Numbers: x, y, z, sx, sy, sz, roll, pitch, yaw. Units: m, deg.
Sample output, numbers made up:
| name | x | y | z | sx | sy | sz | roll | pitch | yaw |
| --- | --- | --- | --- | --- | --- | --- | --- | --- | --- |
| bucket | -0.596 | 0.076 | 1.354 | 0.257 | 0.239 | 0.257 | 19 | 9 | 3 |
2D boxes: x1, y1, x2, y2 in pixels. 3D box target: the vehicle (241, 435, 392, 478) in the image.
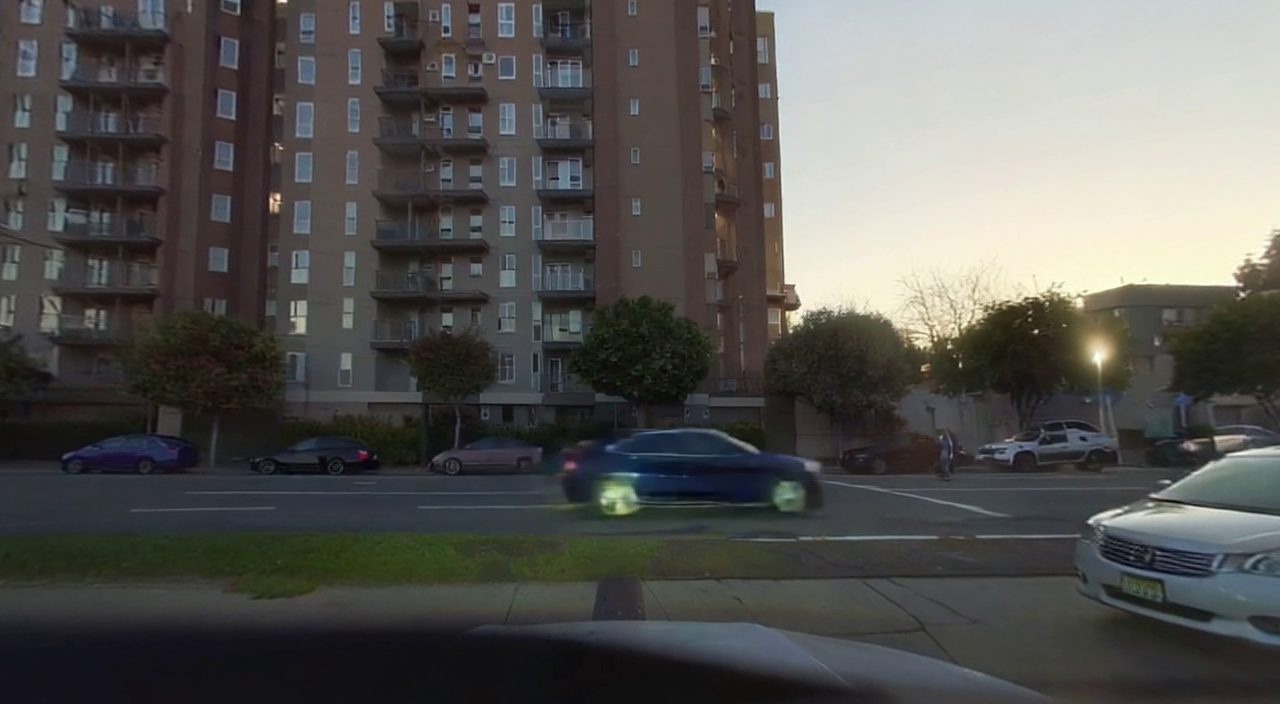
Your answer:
| name | x | y | z | sx | sy | sz | roll | pitch | yaw |
| --- | --- | --- | --- | --- | --- | --- | --- | --- | --- |
| vehicle | -11.383 | 3.713 | 22.461 | 4.336 | 1.438 | 1.776 | 1 | -8 | -3 |

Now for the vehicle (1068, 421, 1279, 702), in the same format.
| name | x | y | z | sx | sy | sz | roll | pitch | yaw |
| --- | --- | --- | --- | --- | --- | --- | --- | --- | --- |
| vehicle | 5.900 | 1.229 | 4.173 | 4.714 | 1.471 | 1.978 | 0 | -4 | 1 |

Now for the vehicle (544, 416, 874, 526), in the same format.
| name | x | y | z | sx | sy | sz | roll | pitch | yaw |
| --- | --- | --- | --- | --- | --- | --- | --- | --- | --- |
| vehicle | 0.960 | 1.825 | 9.939 | 4.609 | 1.508 | 2.039 | 0 | -9 | -1 |

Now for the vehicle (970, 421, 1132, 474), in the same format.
| name | x | y | z | sx | sy | sz | roll | pitch | yaw |
| --- | --- | --- | --- | --- | --- | --- | --- | --- | --- |
| vehicle | 15.058 | 3.517 | 23.337 | 4.544 | 1.780 | 1.966 | -1 | -9 | -1 |

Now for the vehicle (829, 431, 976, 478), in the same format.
| name | x | y | z | sx | sy | sz | roll | pitch | yaw |
| --- | --- | --- | --- | --- | --- | --- | --- | --- | --- |
| vehicle | 9.451 | 3.690 | 22.948 | 4.521 | 1.411 | 1.726 | -2 | -7 | -4 |

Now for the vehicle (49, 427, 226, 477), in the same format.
| name | x | y | z | sx | sy | sz | roll | pitch | yaw |
| --- | --- | --- | --- | --- | --- | --- | --- | --- | --- |
| vehicle | -17.495 | 3.512 | 22.202 | 4.426 | 1.641 | 1.889 | 1 | -9 | -5 |

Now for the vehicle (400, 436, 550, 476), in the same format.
| name | x | y | z | sx | sy | sz | roll | pitch | yaw |
| --- | --- | --- | --- | --- | --- | --- | --- | --- | --- |
| vehicle | -5.765 | 3.725 | 22.563 | 4.851 | 1.339 | 1.785 | 0 | -10 | -2 |
